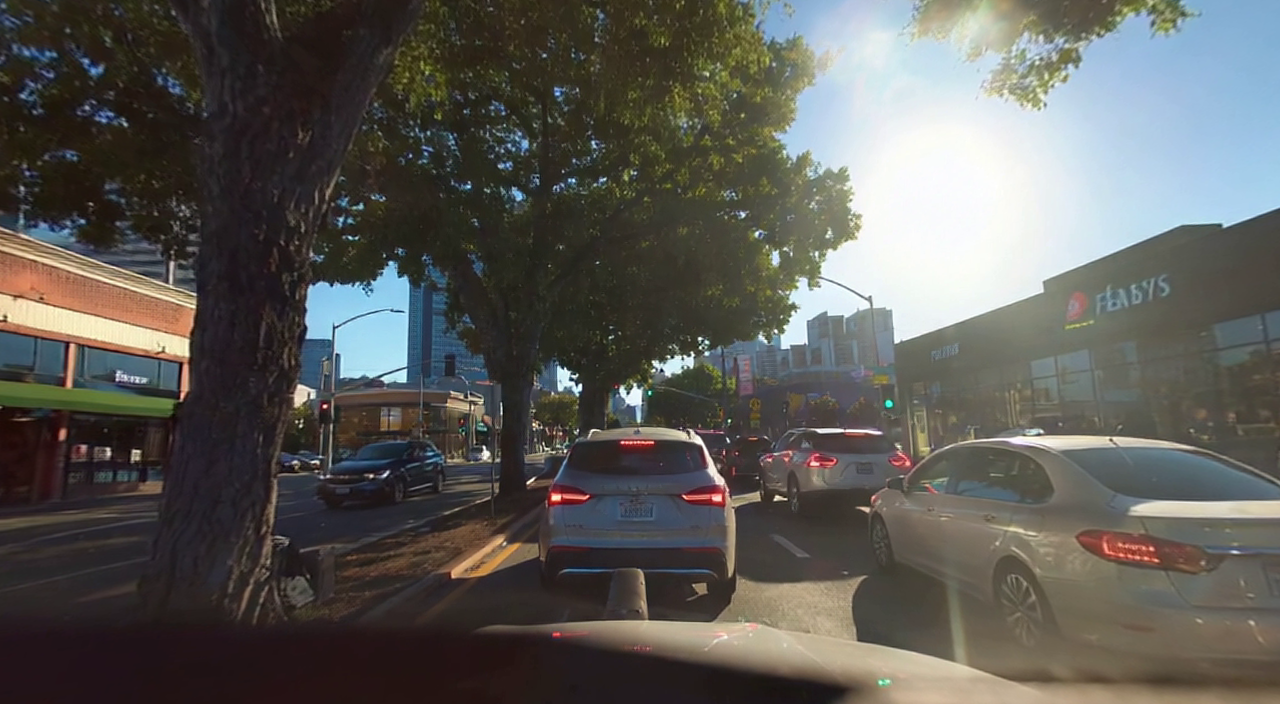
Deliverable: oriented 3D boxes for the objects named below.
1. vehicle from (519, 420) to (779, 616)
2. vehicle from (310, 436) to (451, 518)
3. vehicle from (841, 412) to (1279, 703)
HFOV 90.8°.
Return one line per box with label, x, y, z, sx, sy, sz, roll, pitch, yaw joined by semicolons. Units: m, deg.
vehicle;0.057;1.553;6.720;2.006;1.487;3.535;0;-9;0
vehicle;-5.694;2.764;14.572;1.898;1.542;4.689;1;-9;-9
vehicle;3.392;1.374;5.398;1.988;1.480;4.195;0;-9;0
